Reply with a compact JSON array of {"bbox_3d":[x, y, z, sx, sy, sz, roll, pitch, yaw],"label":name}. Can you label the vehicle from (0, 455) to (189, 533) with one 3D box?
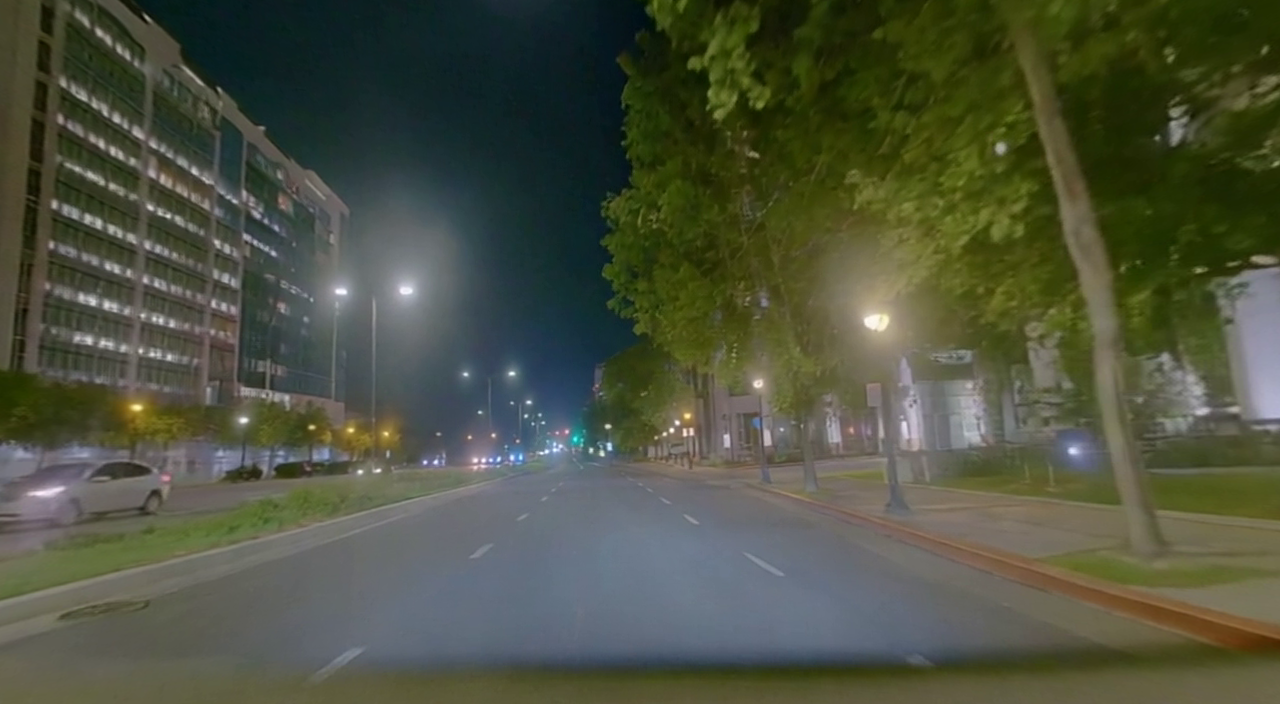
[{"bbox_3d":[-13.506,3.228,14.998,2.179,1.461,4.812,0,-8,-3],"label":"vehicle"}]
